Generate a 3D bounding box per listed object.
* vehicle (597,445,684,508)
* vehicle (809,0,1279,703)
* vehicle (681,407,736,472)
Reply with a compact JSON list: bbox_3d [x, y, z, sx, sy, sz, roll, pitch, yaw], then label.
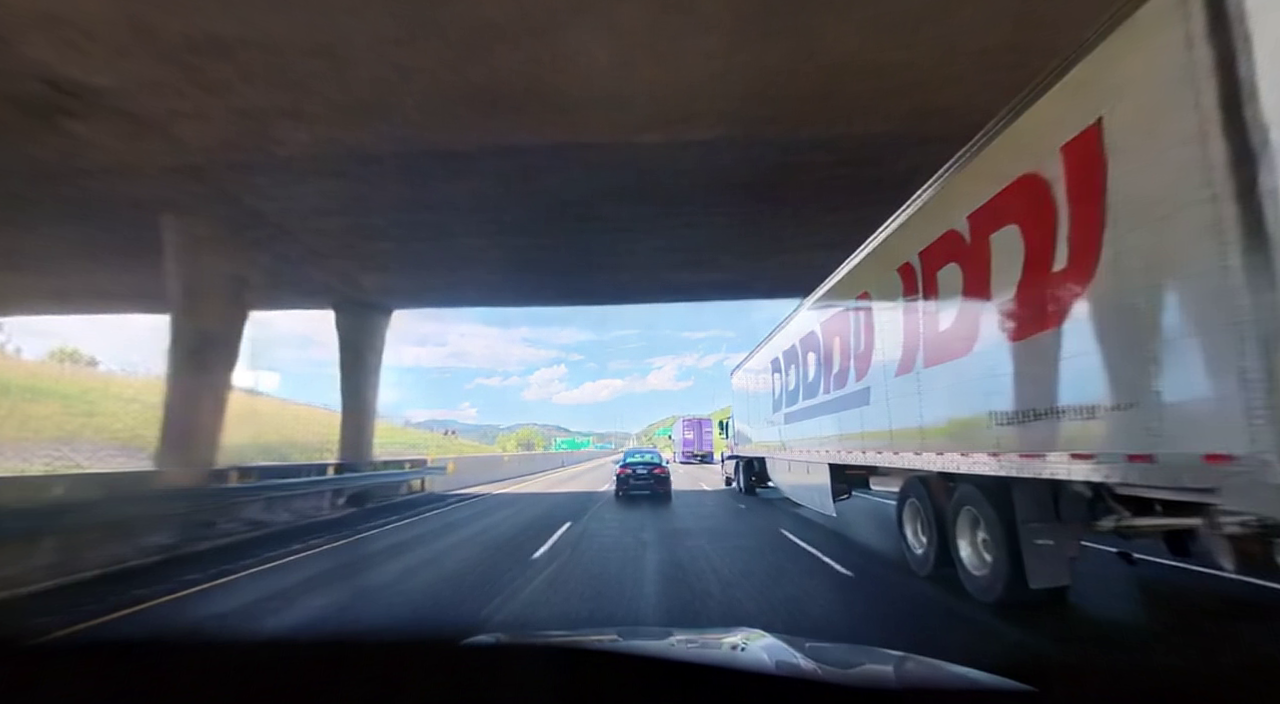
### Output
[{"bbox_3d":[0.006,3.190,16.590,2.029,1.437,3.794,0,-9,0],"label":"vehicle"},{"bbox_3d":[4.161,0.268,5.847,2.802,3.956,8.291,0,-9,0],"label":"vehicle"},{"bbox_3d":[4.548,6.145,43.982,2.801,4.039,8.684,0,-9,0],"label":"vehicle"}]
